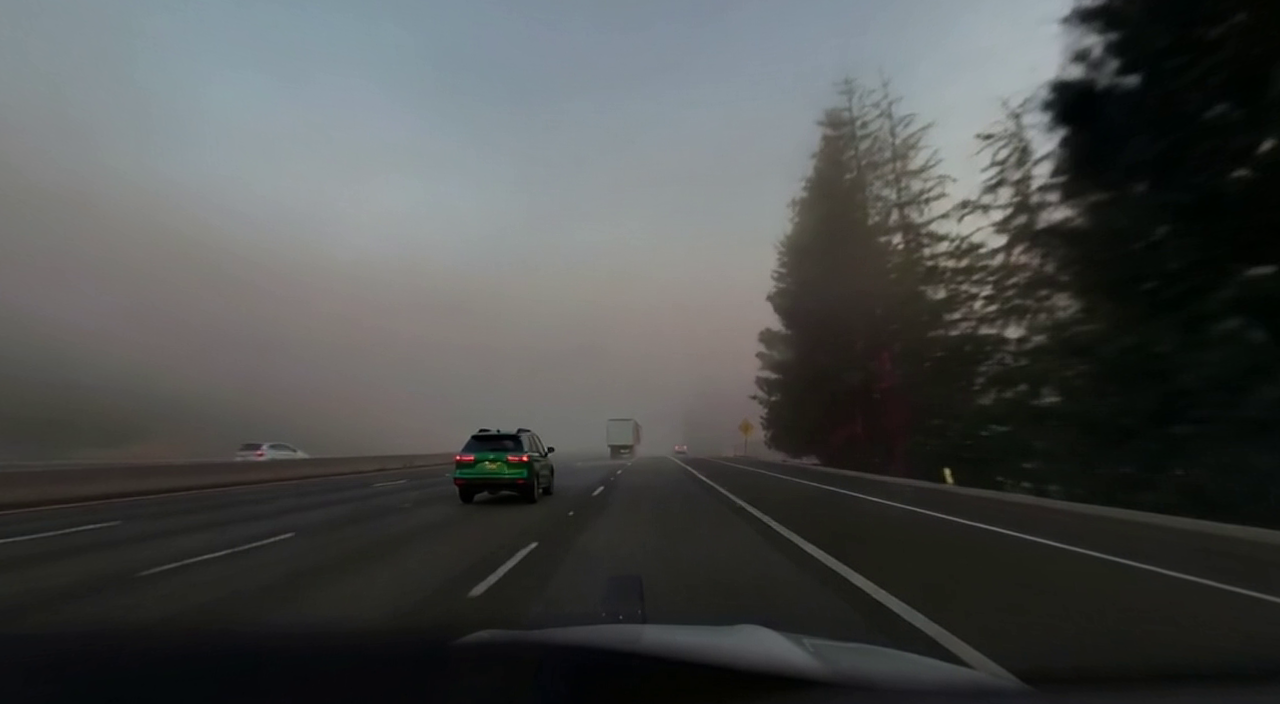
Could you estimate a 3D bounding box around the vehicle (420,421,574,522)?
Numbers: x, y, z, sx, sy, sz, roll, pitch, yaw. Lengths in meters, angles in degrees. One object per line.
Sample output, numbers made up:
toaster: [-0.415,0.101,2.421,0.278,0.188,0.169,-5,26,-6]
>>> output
vehicle: [-2.752,2.449,13.346,2.111,1.742,4.315,0,-9,2]

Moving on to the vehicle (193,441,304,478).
vehicle: [-17.546,4.842,28.540,1.965,1.503,4.579,1,-9,1]
